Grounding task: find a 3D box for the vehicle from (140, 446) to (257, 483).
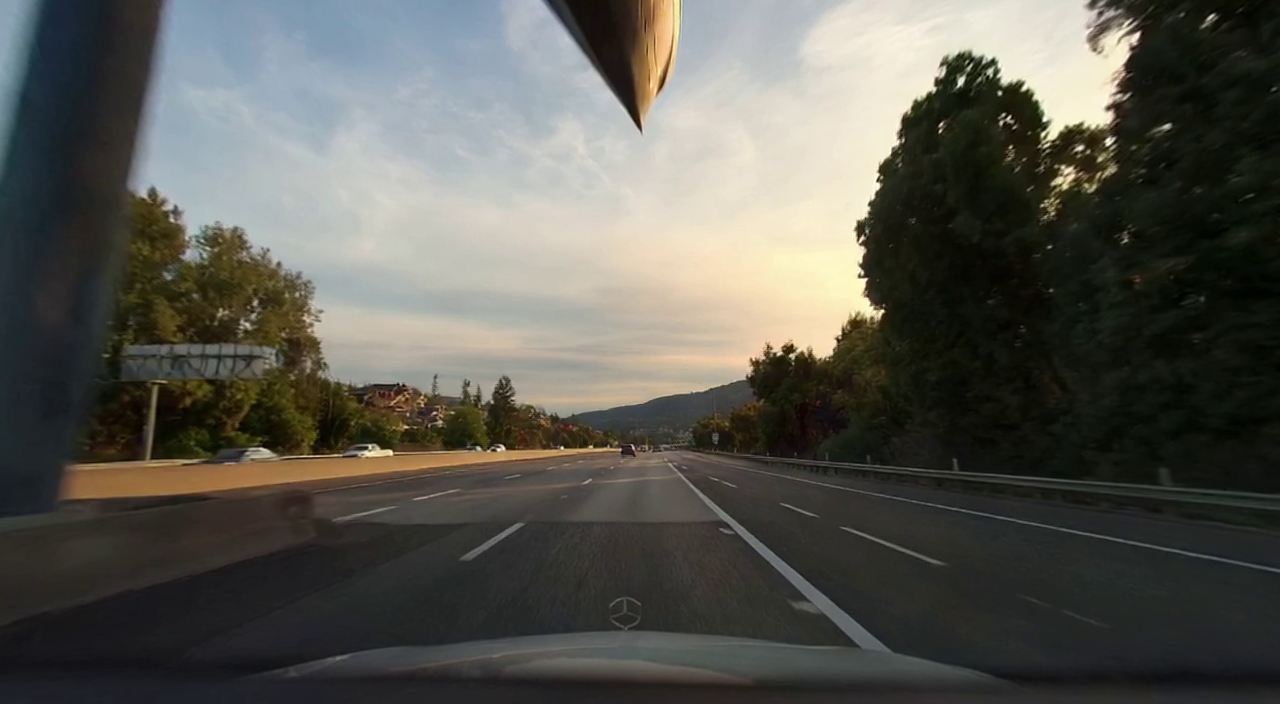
[{"bbox_3d":[-19.634,4.982,28.309,1.874,1.510,4.653,0,-9,1],"label":"vehicle"}]
